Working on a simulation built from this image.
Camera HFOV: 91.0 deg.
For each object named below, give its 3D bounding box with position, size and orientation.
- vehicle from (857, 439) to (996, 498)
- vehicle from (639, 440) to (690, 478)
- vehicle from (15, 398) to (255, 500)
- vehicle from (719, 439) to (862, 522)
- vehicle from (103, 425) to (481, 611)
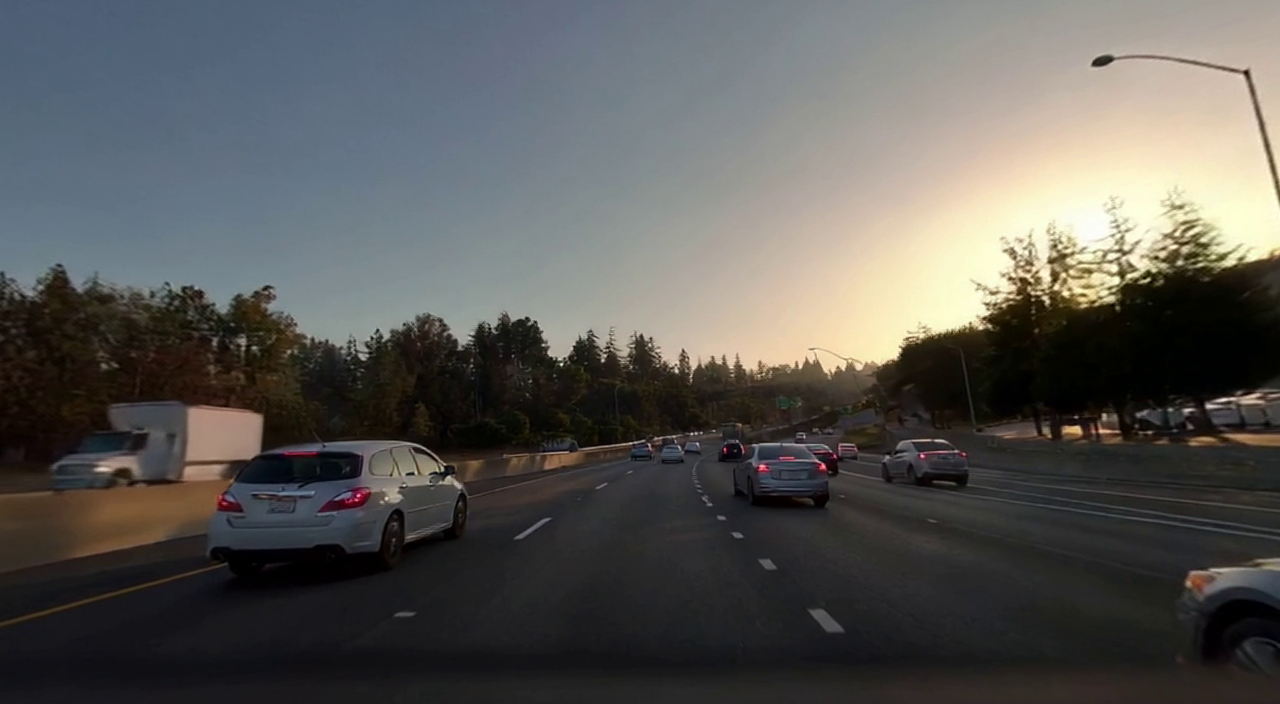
[{"bbox_3d":[8.188,3.359,18.592,2.014,1.506,4.626,0,-9,1],"label":"vehicle"},{"bbox_3d":[1.140,4.873,28.893,2.201,1.614,3.803,0,-9,3],"label":"vehicle"},{"bbox_3d":[-19.662,3.908,25.447,2.839,3.446,7.700,-1,-9,4],"label":"vehicle"},{"bbox_3d":[3.018,2.693,13.735,2.009,1.489,4.559,0,-9,0],"label":"vehicle"},{"bbox_3d":[-3.544,1.762,7.662,1.937,1.558,4.469,0,-9,2],"label":"vehicle"}]
